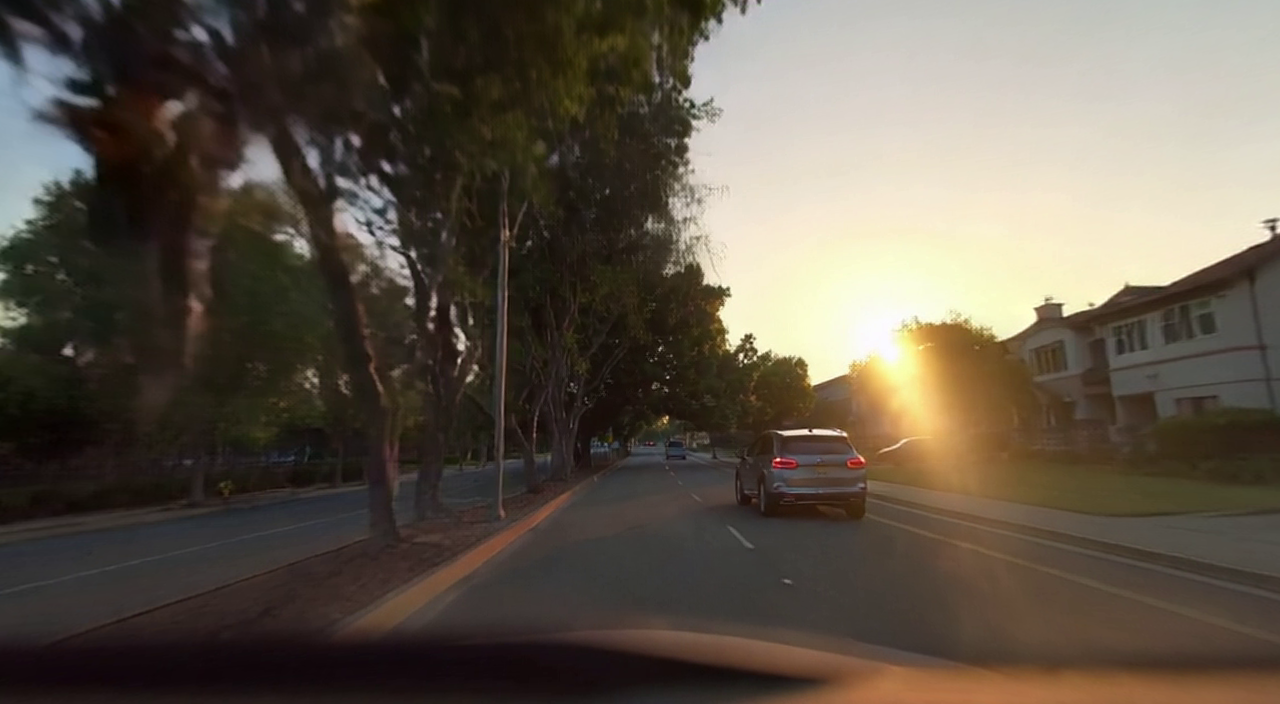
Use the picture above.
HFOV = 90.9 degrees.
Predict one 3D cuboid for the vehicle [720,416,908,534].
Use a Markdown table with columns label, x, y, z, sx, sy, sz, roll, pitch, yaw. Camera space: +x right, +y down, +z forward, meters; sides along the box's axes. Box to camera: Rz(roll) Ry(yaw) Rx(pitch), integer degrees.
| label | x | y | z | sx | sy | sz | roll | pitch | yaw |
| --- | --- | --- | --- | --- | --- | --- | --- | --- | --- |
| vehicle | 2.943 | 2.208 | 11.945 | 2.180 | 1.773 | 4.639 | 0 | -8 | -1 |
